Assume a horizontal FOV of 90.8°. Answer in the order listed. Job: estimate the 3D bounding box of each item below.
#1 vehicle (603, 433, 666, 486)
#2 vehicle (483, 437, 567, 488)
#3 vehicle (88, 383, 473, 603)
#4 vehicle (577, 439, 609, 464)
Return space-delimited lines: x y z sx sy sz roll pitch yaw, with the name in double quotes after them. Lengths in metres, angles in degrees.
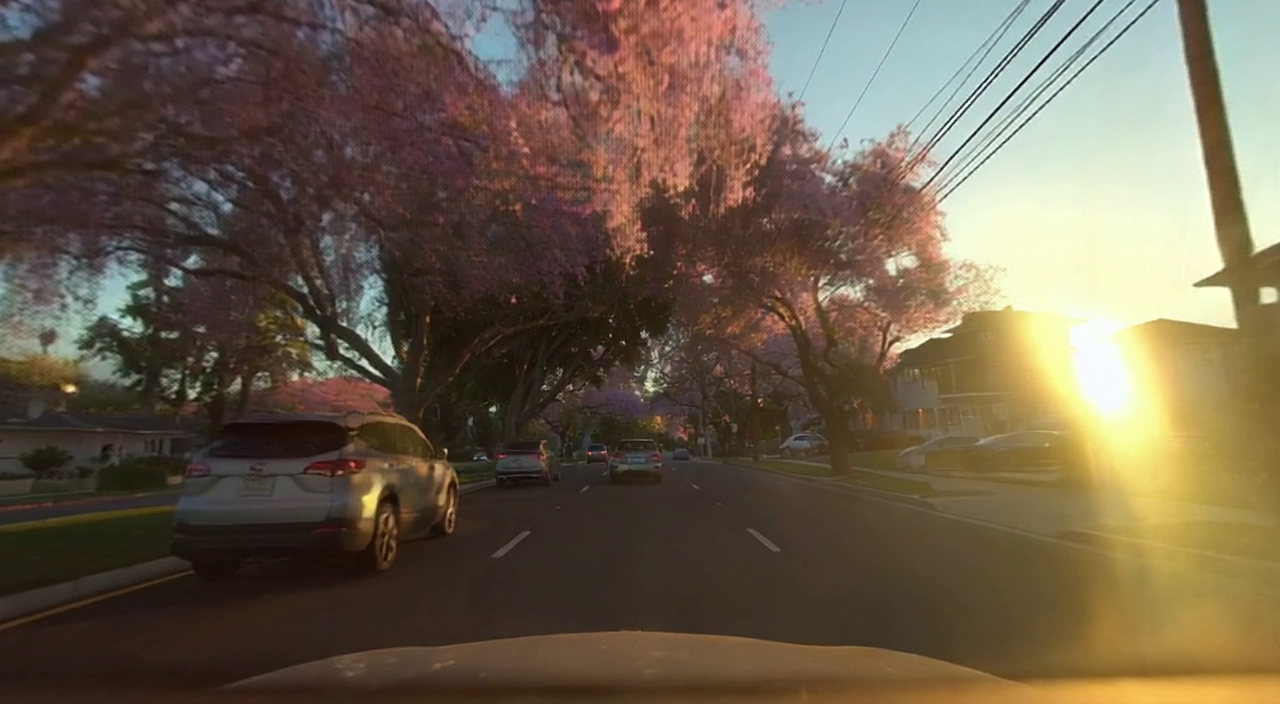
-0.172 3.691 21.958 1.997 1.636 3.760 0 -8 0 "vehicle"
-3.798 3.728 21.579 2.066 1.565 3.905 0 -8 1 "vehicle"
-3.791 1.582 8.027 2.161 1.919 4.798 0 -8 -2 "vehicle"
-3.527 7.569 48.387 2.080 1.780 4.879 0 -8 0 "vehicle"
